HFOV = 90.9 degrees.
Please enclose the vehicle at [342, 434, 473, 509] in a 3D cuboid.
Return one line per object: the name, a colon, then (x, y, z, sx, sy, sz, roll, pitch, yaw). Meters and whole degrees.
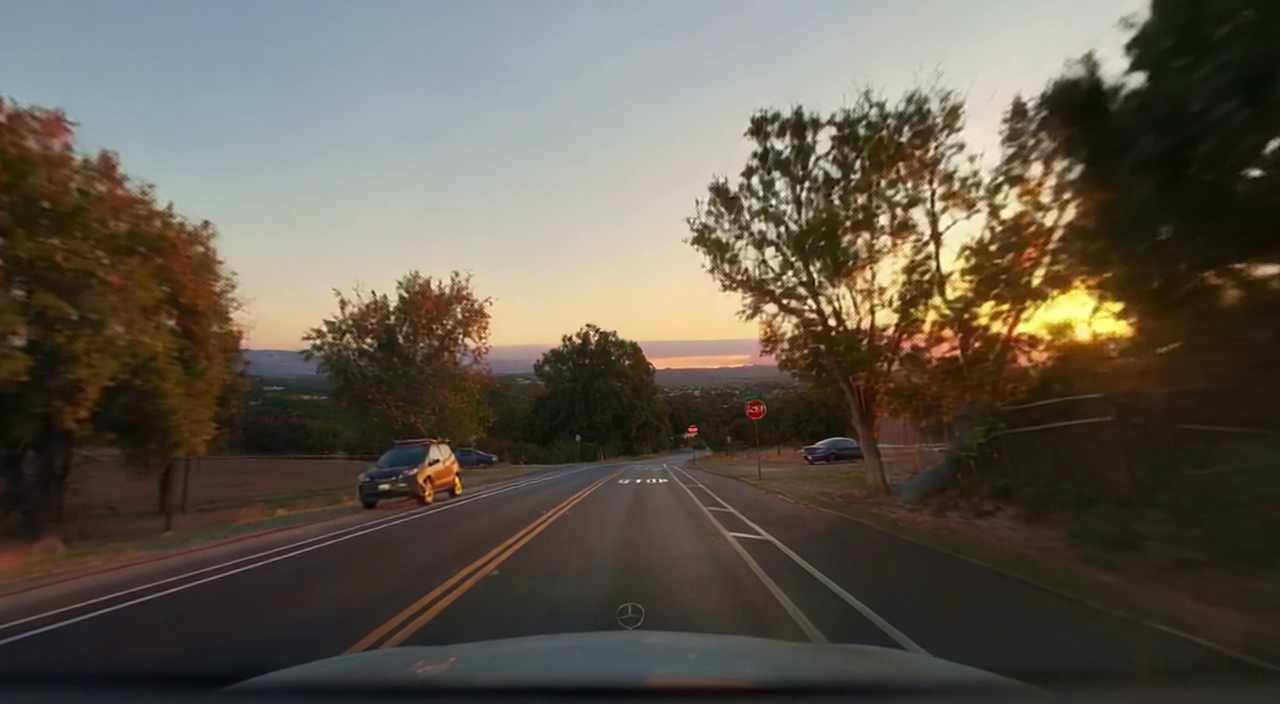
vehicle: (-6.333, 3.344, 17.831, 1.992, 1.797, 4.372, -2, -10, 1)
